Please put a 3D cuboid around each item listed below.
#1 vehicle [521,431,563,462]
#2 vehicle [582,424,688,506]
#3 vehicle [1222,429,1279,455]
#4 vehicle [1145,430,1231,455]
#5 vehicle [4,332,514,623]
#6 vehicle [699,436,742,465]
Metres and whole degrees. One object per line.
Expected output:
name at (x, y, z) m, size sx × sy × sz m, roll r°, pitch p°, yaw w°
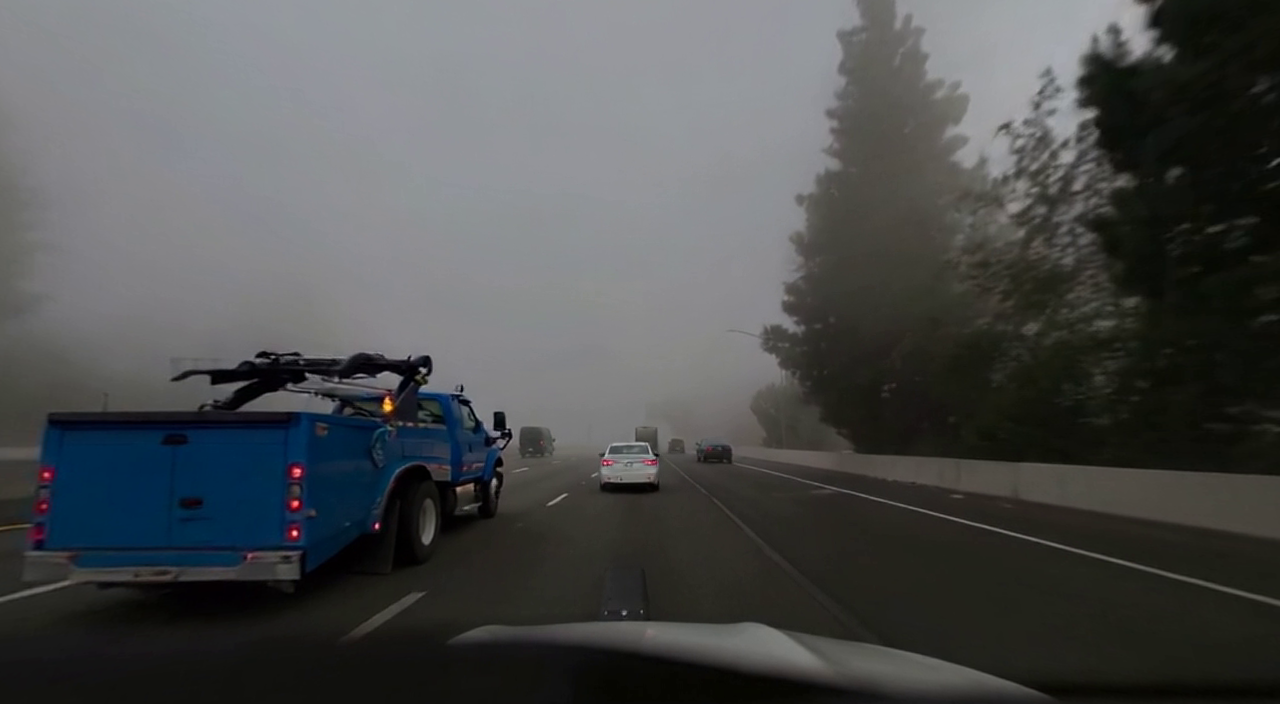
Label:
vehicle at (-6.587, 6.399, 42.648) m, size 2.036 × 1.958 × 4.378 m, roll 0°, pitch -8°, yaw 1°
vehicle at (-0.064, 2.645, 15.169) m, size 2.165 × 1.653 × 4.456 m, roll 0°, pitch -8°, yaw 1°
vehicle at (37.443, 5.359, 37.263) m, size 3.931 × 1.459 × 1.792 m, roll 0°, pitch -8°, yaw -1°
vehicle at (37.083, 6.105, 42.527) m, size 4.040 × 1.490 × 1.843 m, roll -2°, pitch -8°, yaw 0°
vehicle at (-3.362, 1.312, 7.486) m, size 2.526 × 2.146 × 5.594 m, roll 0°, pitch -8°, yaw 0°
vehicle at (4.829, 5.972, 38.316) m, size 2.079 × 1.656 × 4.506 m, roll 0°, pitch -8°, yaw 0°
